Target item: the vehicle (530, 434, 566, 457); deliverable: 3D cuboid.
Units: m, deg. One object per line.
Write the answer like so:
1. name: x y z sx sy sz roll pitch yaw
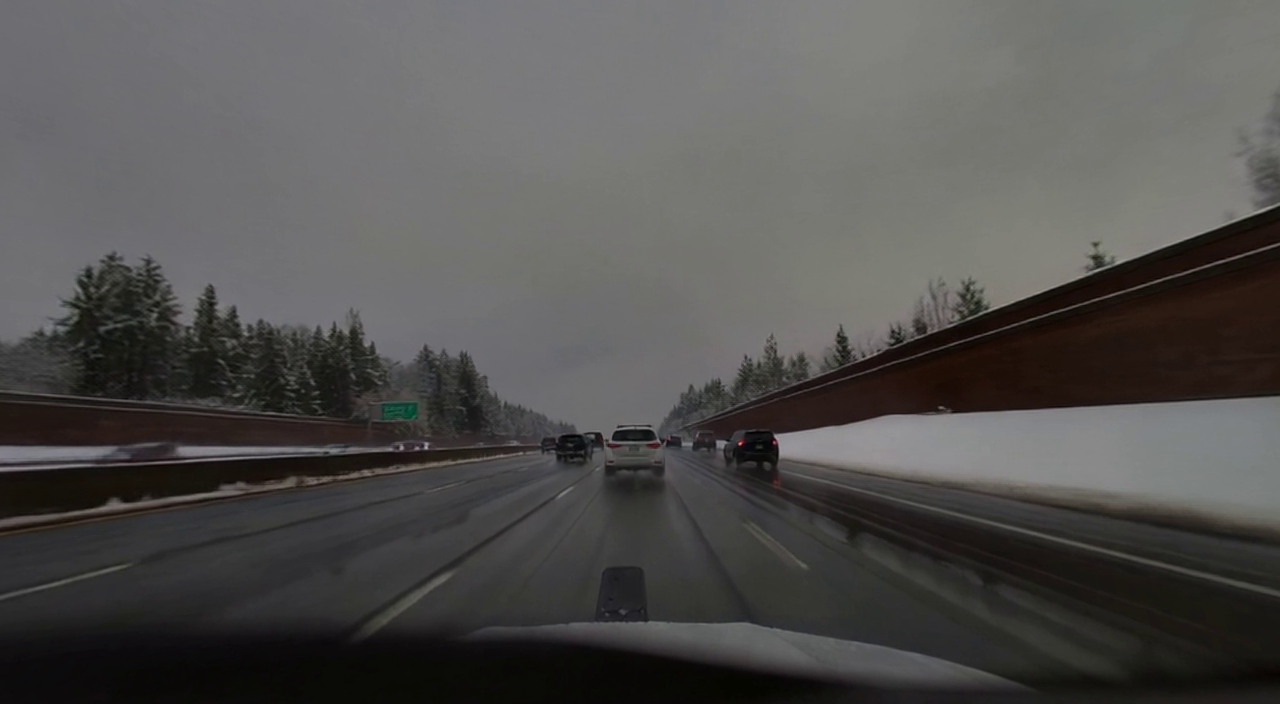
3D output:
1. vehicle: -7.003 7.200 48.470 2.024 1.706 4.249 0 -9 1

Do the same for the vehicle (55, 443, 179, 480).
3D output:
1. vehicle: -21.833 4.562 26.544 1.827 1.422 3.924 0 -9 0

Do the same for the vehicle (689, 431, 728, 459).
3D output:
1. vehicle: 4.223 5.870 39.632 2.001 1.651 3.916 0 -9 0

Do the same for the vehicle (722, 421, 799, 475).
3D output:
1. vehicle: 4.500 3.683 24.264 2.017 1.847 4.299 0 -9 -1

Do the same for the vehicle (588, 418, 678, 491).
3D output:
1. vehicle: -0.186 2.868 17.895 2.233 1.804 4.273 0 -9 0
